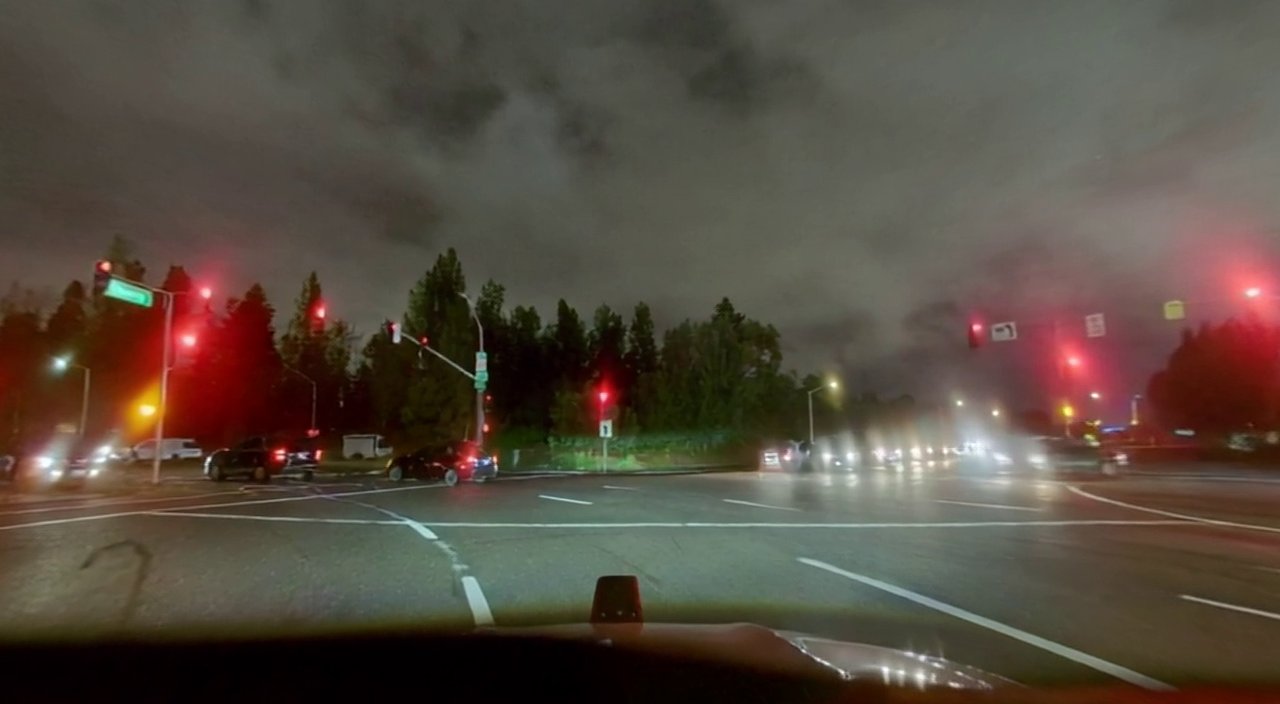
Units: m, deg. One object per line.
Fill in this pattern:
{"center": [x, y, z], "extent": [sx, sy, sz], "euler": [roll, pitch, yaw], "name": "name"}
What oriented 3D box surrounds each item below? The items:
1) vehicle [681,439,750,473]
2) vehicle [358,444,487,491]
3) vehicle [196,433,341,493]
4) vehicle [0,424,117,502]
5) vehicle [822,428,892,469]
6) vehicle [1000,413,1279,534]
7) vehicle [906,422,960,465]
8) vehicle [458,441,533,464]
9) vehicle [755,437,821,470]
{"center": [4.144, 5.565, 33.896], "extent": [2.210, 1.565, 4.588], "euler": [-7, -11, 25], "name": "vehicle"}
{"center": [-7.591, 3.938, 21.911], "extent": [4.581, 1.460, 1.965], "euler": [-6, -11, 37], "name": "vehicle"}
{"center": [-12.224, 3.578, 20.728], "extent": [4.616, 1.733, 2.351], "euler": [-6, -11, 36], "name": "vehicle"}
{"center": [-17.234, 3.107, 17.717], "extent": [4.658, 1.911, 2.162], "euler": [-6, -10, 27], "name": "vehicle"}
{"center": [11.123, 4.878, 32.067], "extent": [2.517, 1.875, 5.774], "euler": [-4, -9, 26], "name": "vehicle"}
{"center": [8.577, 1.998, 10.961], "extent": [2.126, 1.626, 4.585], "euler": [0, -8, 3], "name": "vehicle"}
{"center": [16.862, 5.239, 36.238], "extent": [2.486, 2.240, 5.933], "euler": [-4, -9, 26], "name": "vehicle"}
{"center": [-10.671, 7.431, 46.899], "extent": [5.020, 1.660, 1.819], "euler": [6, -10, -34], "name": "vehicle"}
{"center": [7.749, 5.242, 32.740], "extent": [2.210, 1.542, 4.501], "euler": [-7, -11, 26], "name": "vehicle"}
